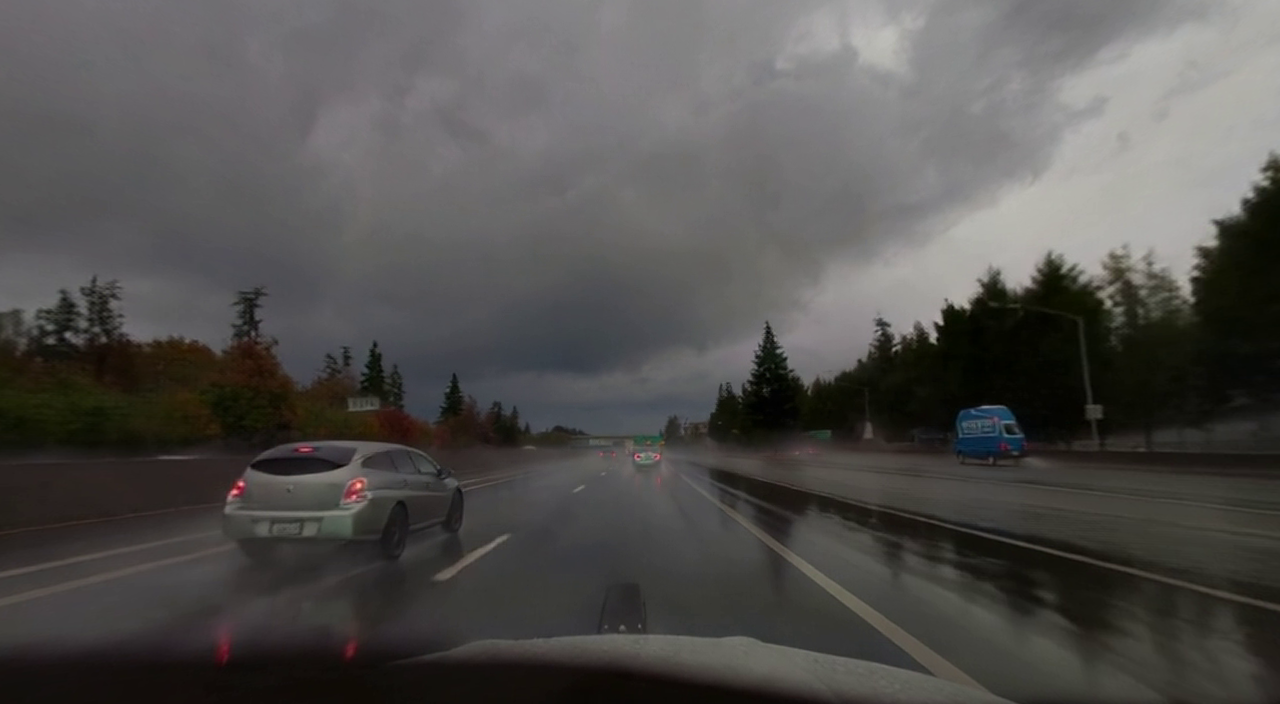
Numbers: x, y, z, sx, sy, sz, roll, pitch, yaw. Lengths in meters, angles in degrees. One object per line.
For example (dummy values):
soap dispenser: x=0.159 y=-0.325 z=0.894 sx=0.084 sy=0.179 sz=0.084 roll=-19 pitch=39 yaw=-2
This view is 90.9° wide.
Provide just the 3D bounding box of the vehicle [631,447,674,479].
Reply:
vehicle: x=0.574 y=5.385 z=30.837 sx=2.002 sy=1.449 sz=3.612 roll=0 pitch=-9 yaw=0

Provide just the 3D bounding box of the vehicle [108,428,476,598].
vehicle: x=-3.623 y=1.752 z=7.693 sx=2.062 sy=1.474 sz=4.151 roll=0 pitch=-9 yaw=1
